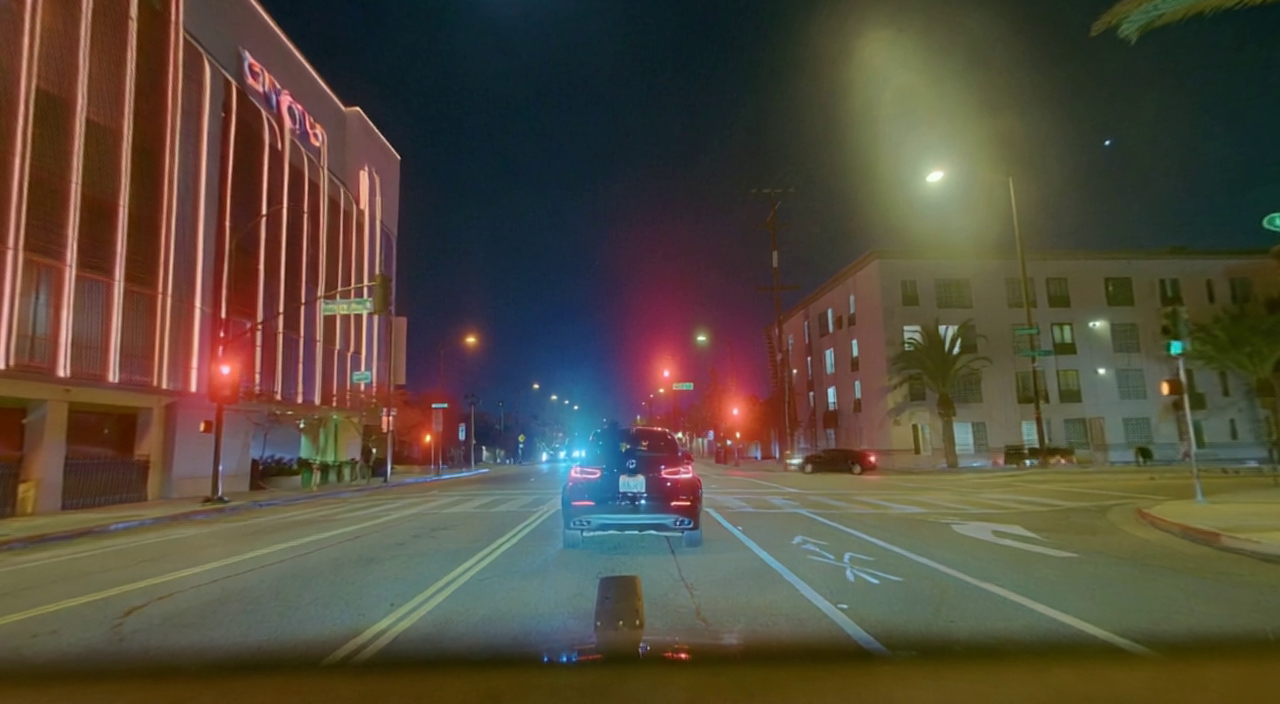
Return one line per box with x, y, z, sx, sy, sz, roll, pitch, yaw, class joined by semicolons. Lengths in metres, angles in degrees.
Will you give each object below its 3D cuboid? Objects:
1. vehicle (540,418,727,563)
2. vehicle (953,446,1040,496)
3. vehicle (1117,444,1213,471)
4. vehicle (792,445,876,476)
-0.077;1.877;9.237;2.144;1.643;3.770;0;-8;0;vehicle
12.974;4.234;22.869;2.004;1.593;4.118;-7;-11;37;vehicle
32.174;6.465;38.764;4.234;1.613;1.812;0;-8;-1;vehicle
11.227;6.229;36.538;4.494;1.704;1.976;-3;-9;20;vehicle
